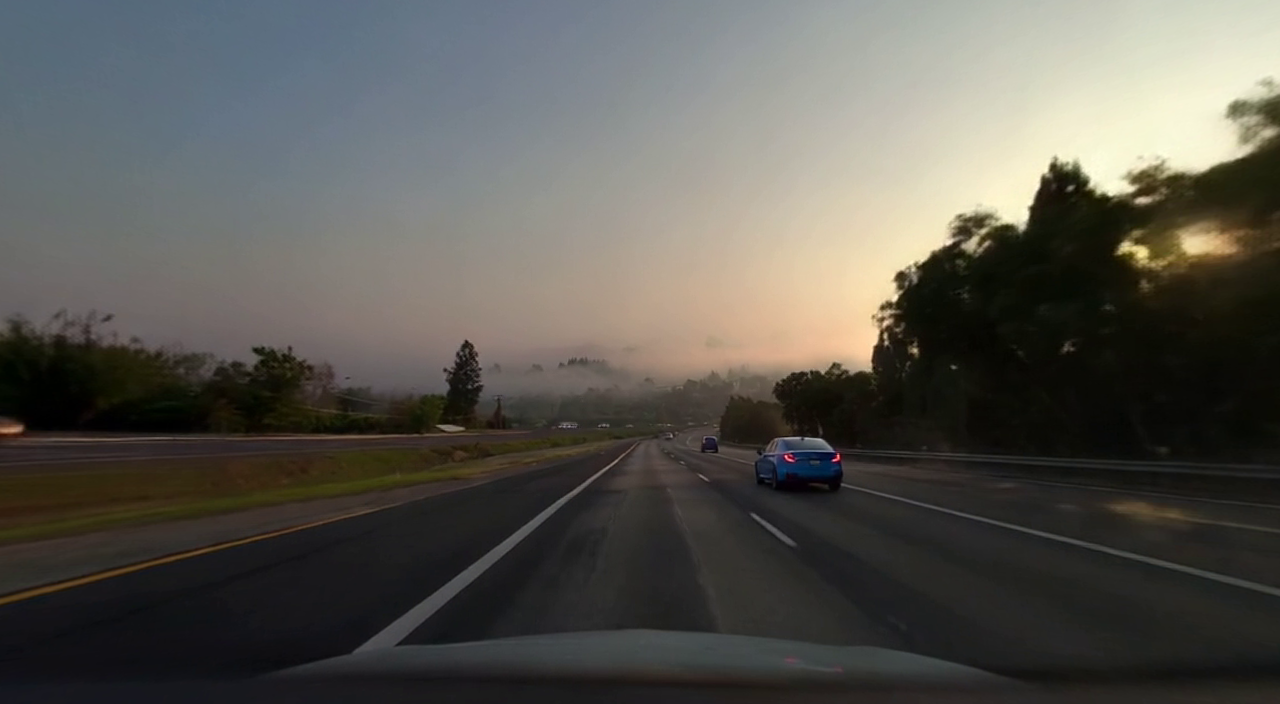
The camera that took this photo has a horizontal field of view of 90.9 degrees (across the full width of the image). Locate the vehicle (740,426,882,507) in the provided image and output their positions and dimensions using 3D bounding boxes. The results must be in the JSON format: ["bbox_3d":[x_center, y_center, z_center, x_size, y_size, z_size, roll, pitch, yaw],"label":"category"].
[{"bbox_3d":[3.679,2.558,14.504,2.050,1.546,4.344,0,-8,0],"label":"vehicle"}]
